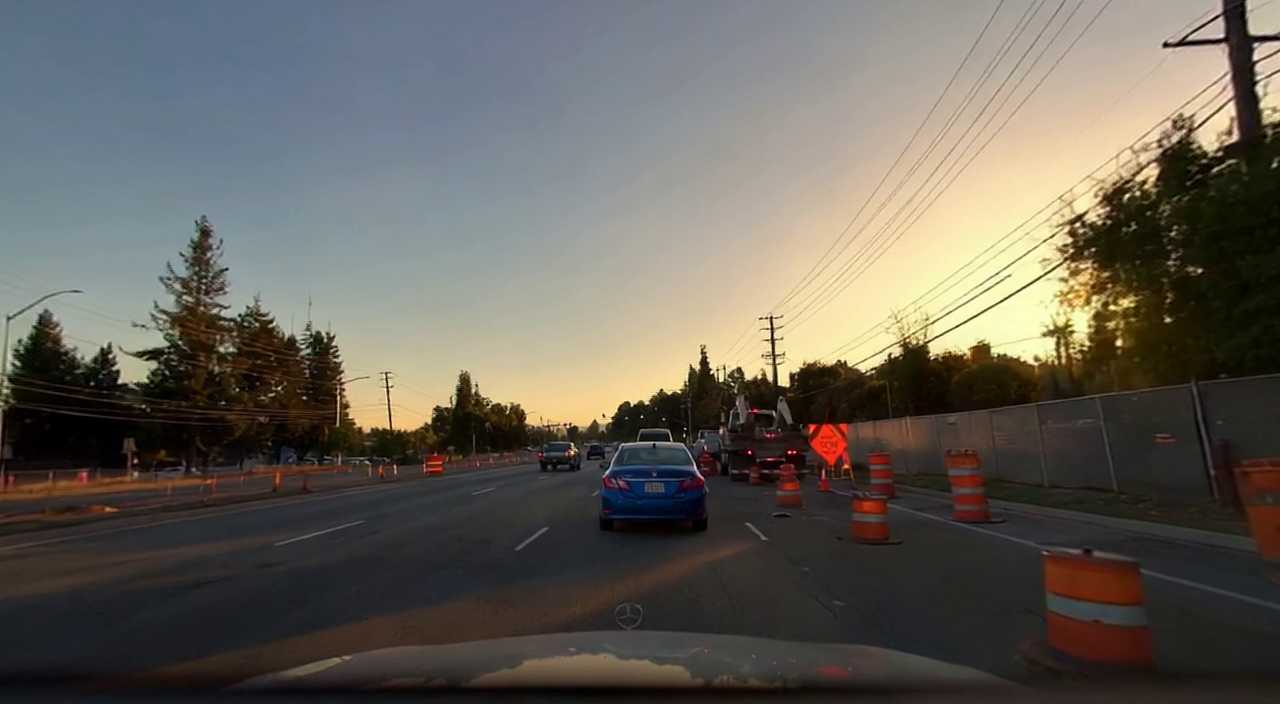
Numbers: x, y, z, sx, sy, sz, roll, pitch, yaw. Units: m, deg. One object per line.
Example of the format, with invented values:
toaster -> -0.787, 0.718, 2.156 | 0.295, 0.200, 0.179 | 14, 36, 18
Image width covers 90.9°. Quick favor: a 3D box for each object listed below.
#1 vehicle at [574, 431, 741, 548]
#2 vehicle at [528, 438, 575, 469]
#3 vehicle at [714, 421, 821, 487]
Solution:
vehicle -> 0.232, 2.081, 10.245 | 2.128, 1.473, 4.272 | 0, -8, 0
vehicle -> -5.135, 5.971, 37.241 | 1.963, 1.721, 4.467 | -1, -8, 3
vehicle -> 4.255, 3.575, 22.392 | 2.555, 2.017, 6.201 | 0, -8, 1
